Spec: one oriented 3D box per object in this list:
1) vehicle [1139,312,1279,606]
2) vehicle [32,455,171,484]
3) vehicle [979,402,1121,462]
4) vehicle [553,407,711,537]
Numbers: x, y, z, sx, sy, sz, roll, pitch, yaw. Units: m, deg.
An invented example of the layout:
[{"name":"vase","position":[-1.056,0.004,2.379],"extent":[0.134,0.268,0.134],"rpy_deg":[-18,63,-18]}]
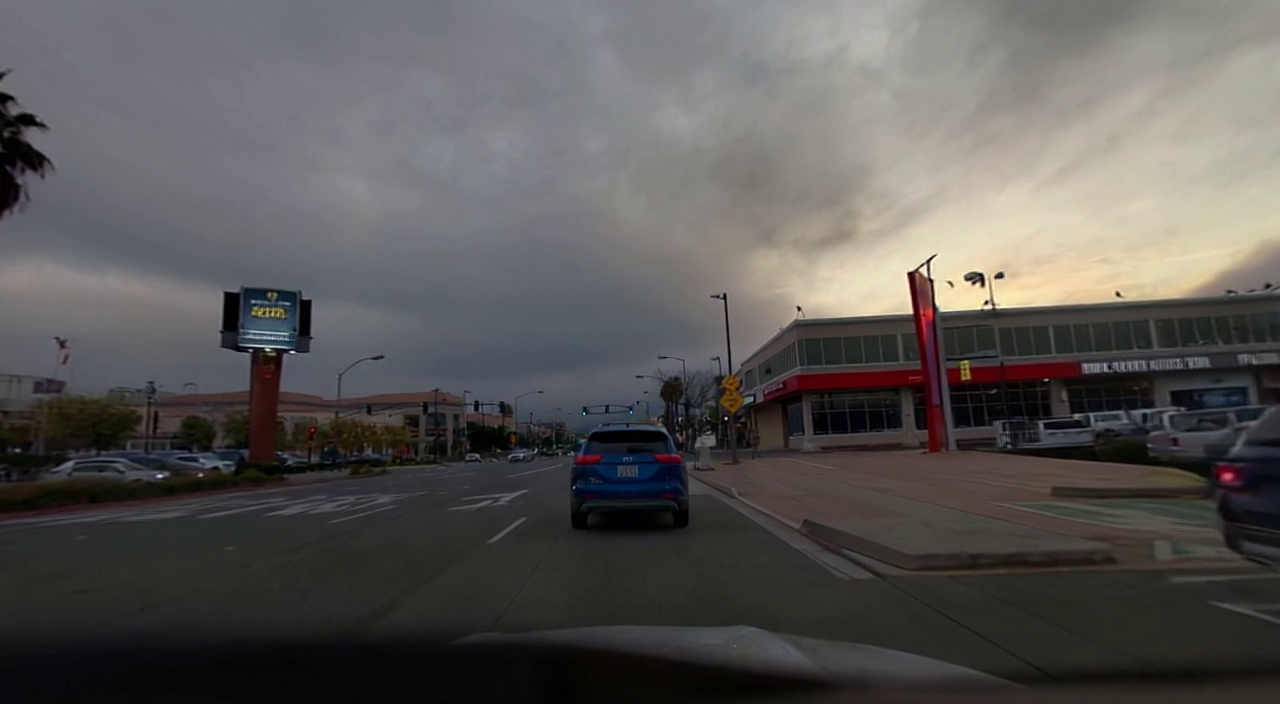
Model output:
[{"name":"vehicle","position":[6.219,0.603,3.580],"extent":[4.828,1.733,2.231],"rpy_deg":[0,-9,0]},{"name":"vehicle","position":[-28.244,6.156,33.380],"extent":[5.154,1.343,1.943],"rpy_deg":[4,-9,-24]},{"name":"vehicle","position":[16.070,3.163,24.624],"extent":[6.060,2.047,2.490],"rpy_deg":[6,-11,-36]},{"name":"vehicle","position":[-0.154,1.991,10.966],"extent":[2.234,1.818,3.869],"rpy_deg":[0,-8,-1]}]
